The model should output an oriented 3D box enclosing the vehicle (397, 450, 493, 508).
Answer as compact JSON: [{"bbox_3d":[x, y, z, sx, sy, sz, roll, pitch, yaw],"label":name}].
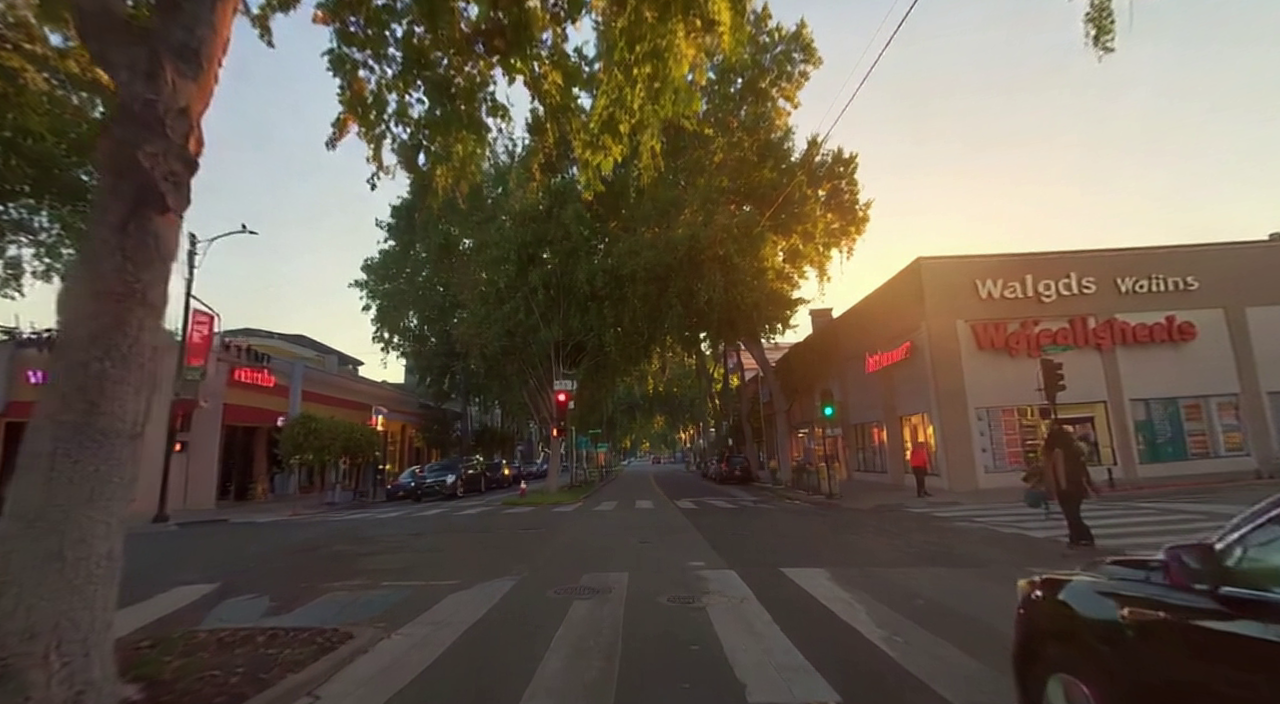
[{"bbox_3d":[-8.791,5.718,29.202,2.489,2.323,5.843,0,-8,0],"label":"vehicle"}]

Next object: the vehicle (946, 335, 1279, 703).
[{"bbox_3d":[2.730,0.861,2.287,1.822,1.654,2.794,0,-8,1],"label":"vehicle"}]

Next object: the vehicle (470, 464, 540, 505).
[{"bbox_3d":[-5.749,5.693,27.466,1.983,1.438,4.559,0,-8,1],"label":"vehicle"}]

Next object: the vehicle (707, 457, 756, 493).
[{"bbox_3d":[5.205,7.048,36.586,2.010,1.844,4.386,0,-8,-2],"label":"vehicle"}]
